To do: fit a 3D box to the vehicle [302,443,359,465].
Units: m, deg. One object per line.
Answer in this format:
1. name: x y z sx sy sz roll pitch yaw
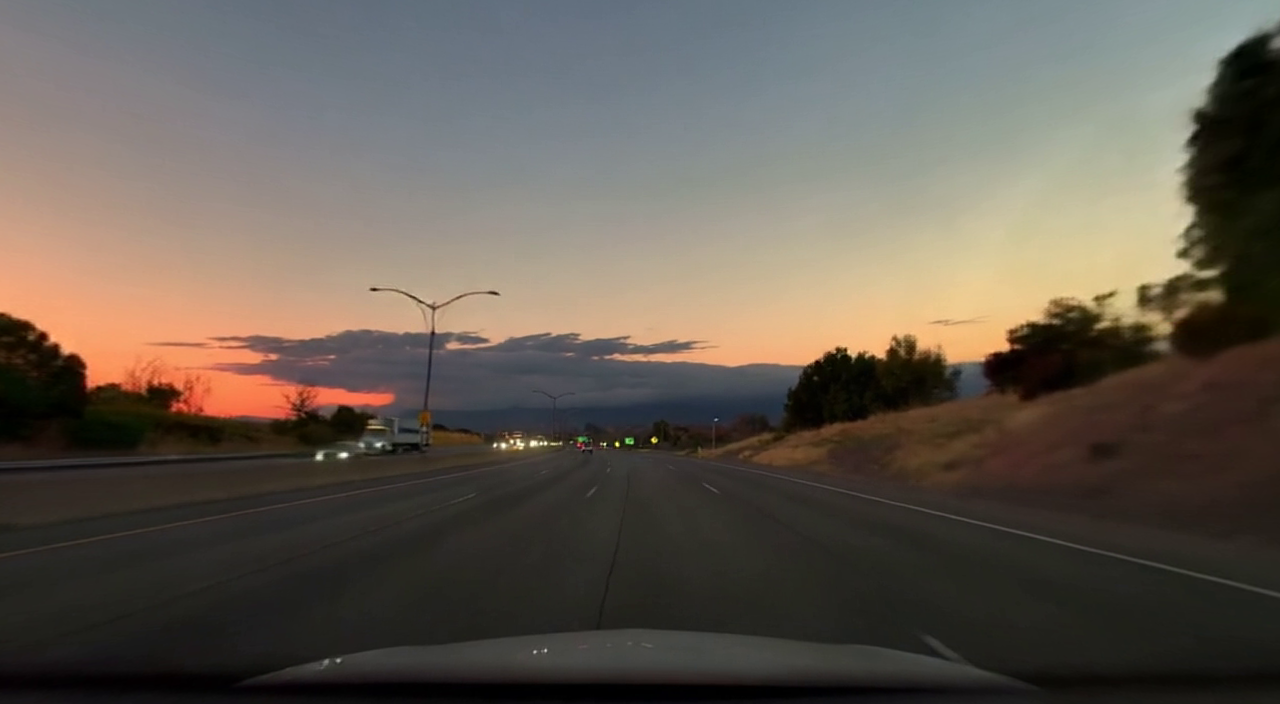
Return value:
1. vehicle: -22.720 7.480 46.441 1.905 1.477 4.669 0 -8 -1
